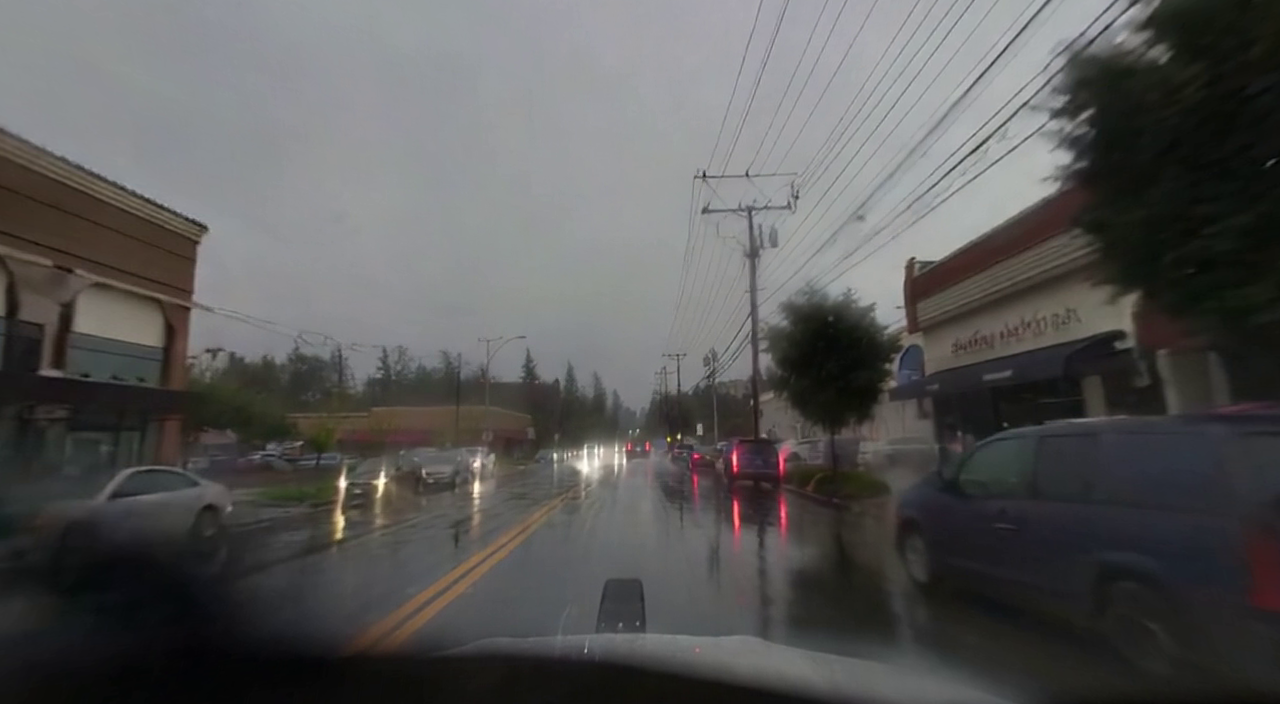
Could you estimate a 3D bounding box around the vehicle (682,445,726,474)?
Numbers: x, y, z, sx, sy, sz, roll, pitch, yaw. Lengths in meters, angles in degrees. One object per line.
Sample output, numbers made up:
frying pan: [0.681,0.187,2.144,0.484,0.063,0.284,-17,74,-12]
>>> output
vehicle: [3.431,5.886,34.809,1.866,1.439,4.482,0,-9,-1]

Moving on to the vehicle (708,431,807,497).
vehicle: [3.493,3.442,19.796,2.088,1.765,4.704,0,-9,-1]

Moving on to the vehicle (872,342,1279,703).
vehicle: [3.446,1.130,4.224,1.962,1.752,4.478,0,-10,-1]

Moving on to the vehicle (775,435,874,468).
vehicle: [9.954,5.394,34.405,4.744,1.610,1.921,-2,-8,1]

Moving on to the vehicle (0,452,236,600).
vehicle: [-8.565,2.450,9.647,1.860,1.565,4.569,-2,-7,-1]

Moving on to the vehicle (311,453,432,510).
vehicle: [-8.676,4.190,20.987,2.022,1.501,4.860,0,-7,-1]

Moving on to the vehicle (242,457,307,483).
vehicle: [-23.428,7.540,40.639,1.866,1.397,3.991,-2,-9,-2]

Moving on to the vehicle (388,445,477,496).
vehicle: [-8.530,4.859,26.517,2.045,1.820,4.858,0,-7,0]
